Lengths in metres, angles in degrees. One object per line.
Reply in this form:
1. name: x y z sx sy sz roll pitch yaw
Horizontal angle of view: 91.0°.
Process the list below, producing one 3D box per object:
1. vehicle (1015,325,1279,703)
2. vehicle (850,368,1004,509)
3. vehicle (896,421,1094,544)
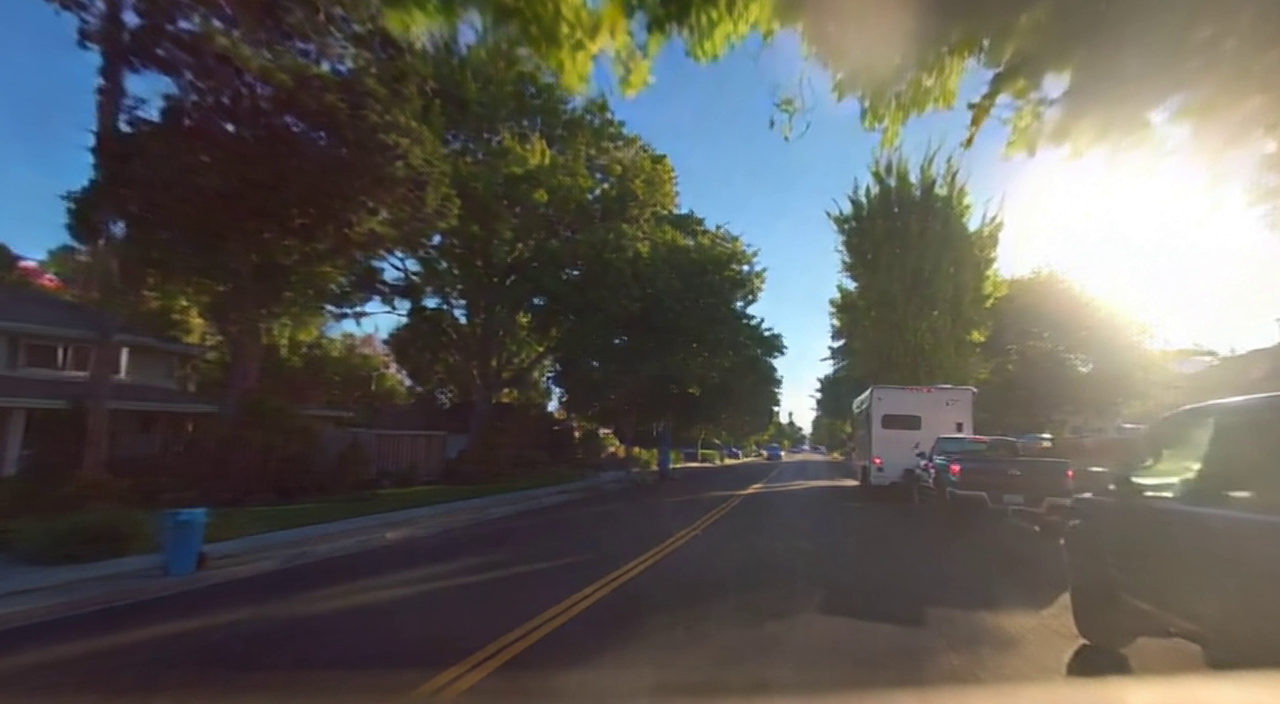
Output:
1. vehicle: 3.737 0.850 2.744 2.182 1.785 5.726 -1 -7 16
2. vehicle: 8.941 2.941 21.183 3.052 3.440 11.052 -3 -9 16
3. vehicle: 6.210 2.278 11.729 1.980 1.782 4.627 -2 -9 14
